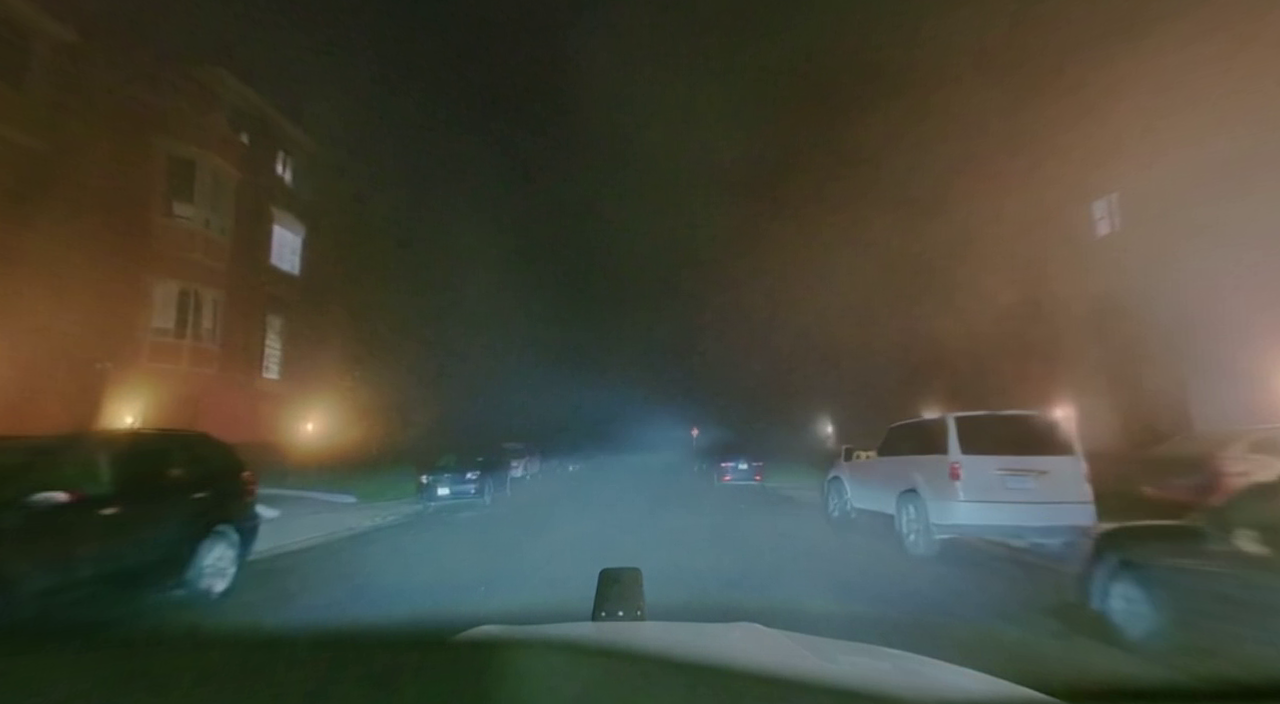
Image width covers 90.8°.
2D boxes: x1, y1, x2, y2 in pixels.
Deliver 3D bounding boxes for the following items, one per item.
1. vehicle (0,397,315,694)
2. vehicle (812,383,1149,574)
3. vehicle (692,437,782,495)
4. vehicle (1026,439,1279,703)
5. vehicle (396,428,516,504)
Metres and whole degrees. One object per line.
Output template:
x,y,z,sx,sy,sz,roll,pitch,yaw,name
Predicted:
-5.018,1.443,5.254,2.022,1.822,5.002,-1,-9,-1,vehicle
4.957,1.954,10.618,2.384,2.317,5.579,0,-8,-1,vehicle
3.595,4.331,24.710,2.415,1.963,5.688,0,-8,-2,vehicle
4.193,1.129,2.588,1.850,1.516,5.066,0,-8,-3,vehicle
-4.968,3.187,17.794,2.035,1.822,4.348,0,-10,0,vehicle
